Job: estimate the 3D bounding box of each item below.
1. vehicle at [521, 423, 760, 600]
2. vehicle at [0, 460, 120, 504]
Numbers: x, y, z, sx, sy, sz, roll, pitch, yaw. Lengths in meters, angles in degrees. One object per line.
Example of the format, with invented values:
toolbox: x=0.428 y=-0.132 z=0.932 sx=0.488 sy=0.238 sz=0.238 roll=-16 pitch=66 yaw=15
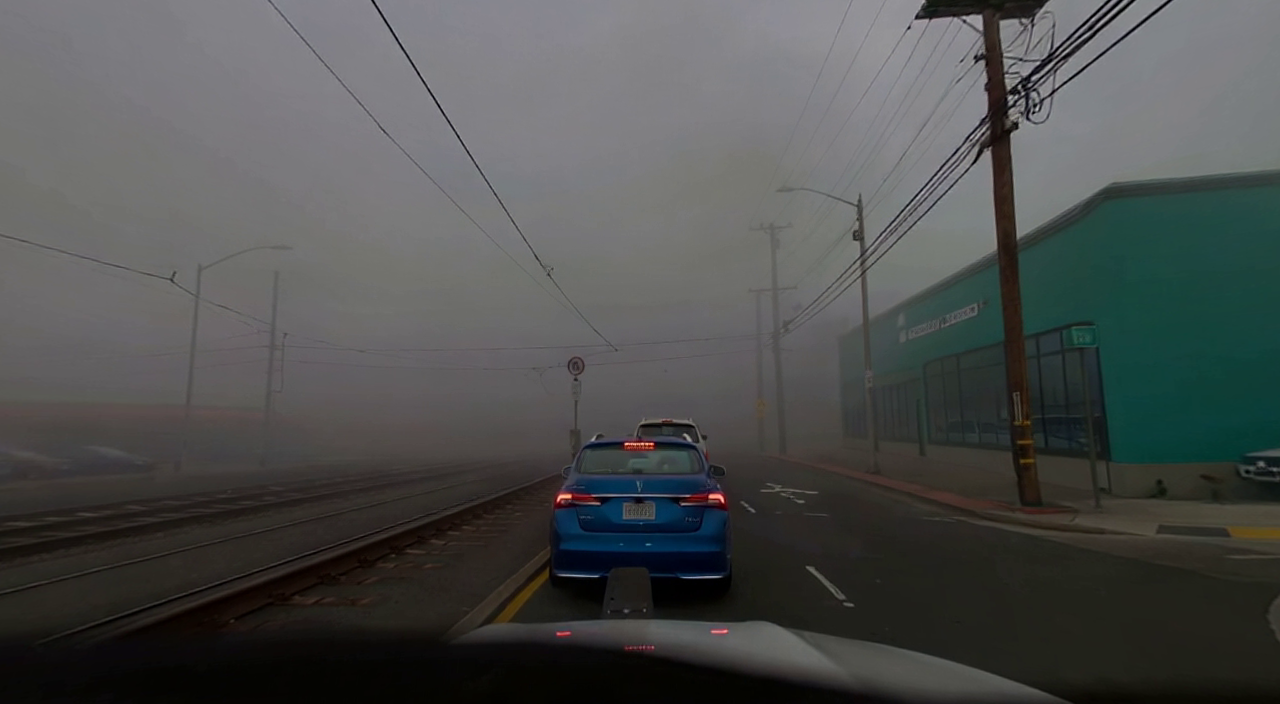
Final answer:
vehicle: x=0.094 y=1.707 z=7.614 sx=2.090 sy=1.518 sz=4.033 roll=-1 pitch=-9 yaw=3
vehicle: x=-21.931 y=4.688 z=22.838 sx=4.566 sy=1.453 sz=1.935 roll=-1 pitch=-9 yaw=5
